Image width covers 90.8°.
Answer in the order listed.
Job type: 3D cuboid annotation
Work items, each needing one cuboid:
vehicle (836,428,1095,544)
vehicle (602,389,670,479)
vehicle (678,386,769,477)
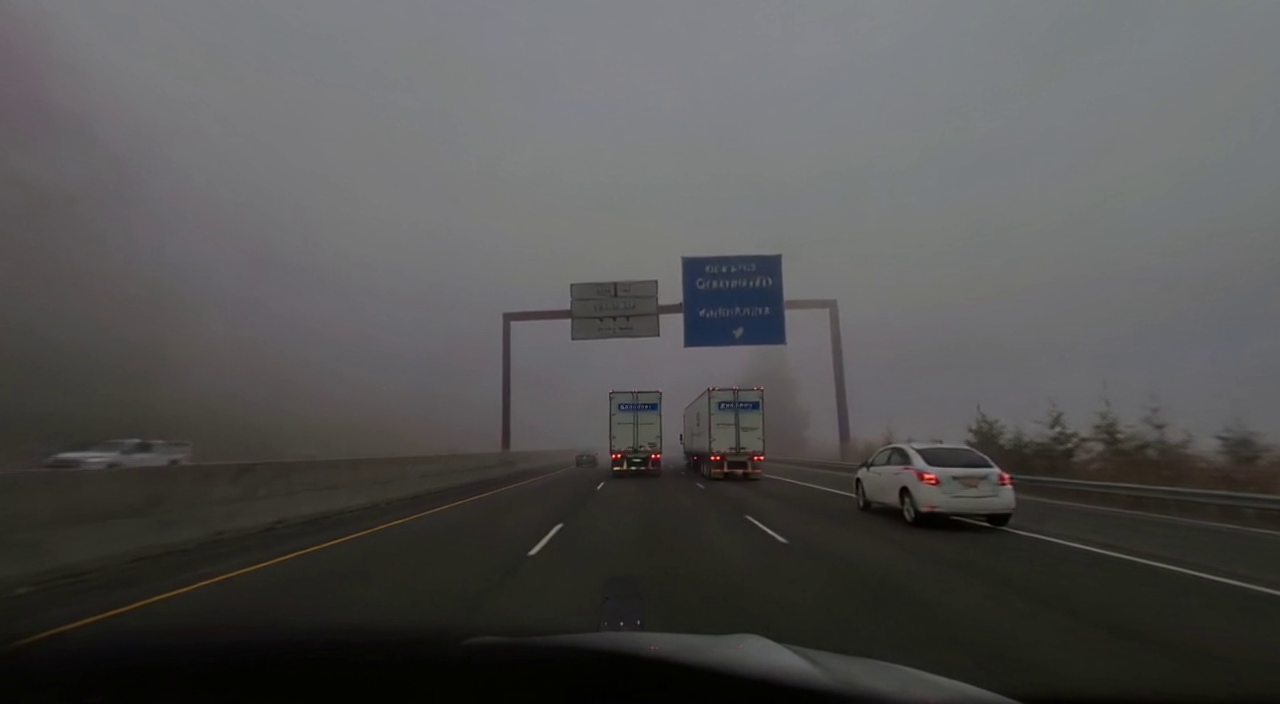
[{"bbox_3d":[5.110,2.171,10.915,2.086,1.530,4.808,-1,-9,3],"label":"vehicle"},{"bbox_3d":[-0.179,4.222,31.844,2.864,3.805,9.709,0,-9,0],"label":"vehicle"},{"bbox_3d":[4.246,4.723,36.187,3.044,4.128,14.482,0,-9,-1],"label":"vehicle"}]
